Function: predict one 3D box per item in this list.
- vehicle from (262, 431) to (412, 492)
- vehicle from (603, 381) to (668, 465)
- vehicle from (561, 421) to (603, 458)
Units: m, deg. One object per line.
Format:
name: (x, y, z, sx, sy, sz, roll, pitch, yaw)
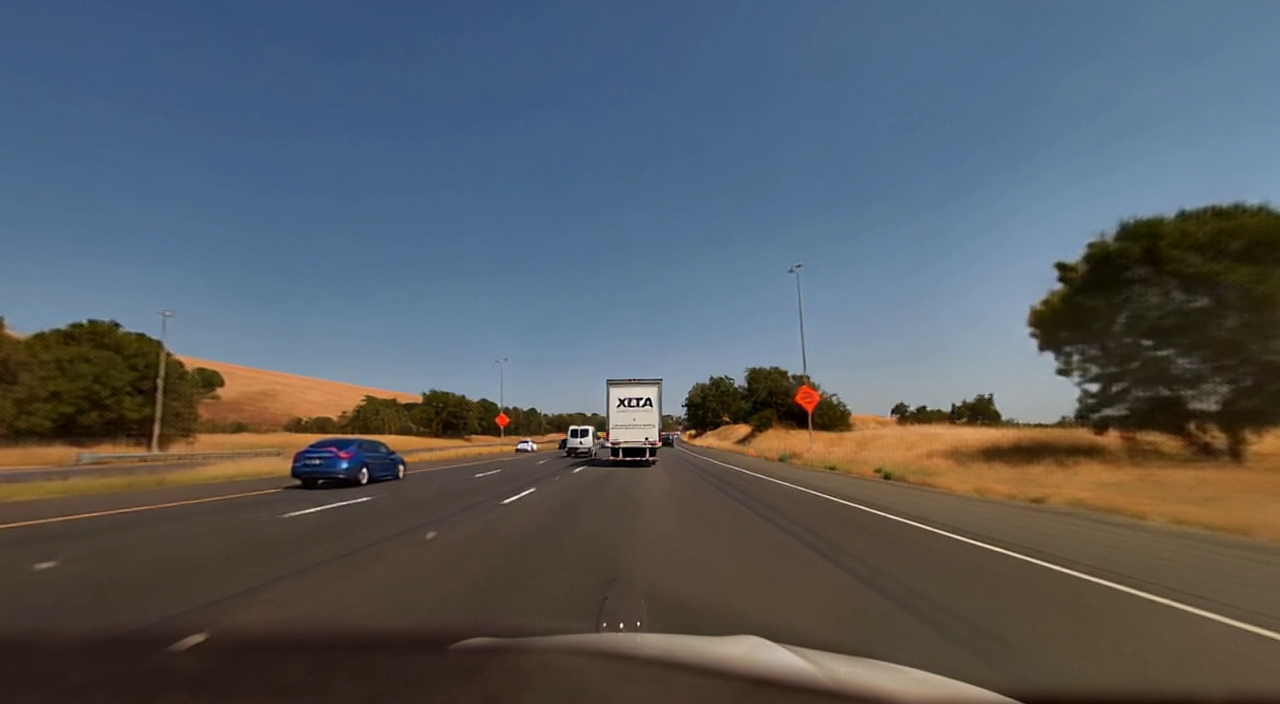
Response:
vehicle: (-8.489, 3.095, 18.214, 1.915, 1.506, 4.594, 0, -8, 2)
vehicle: (-0.228, 4.314, 35.641, 3.183, 4.011, 9.617, -1, -11, 0)
vehicle: (-4.323, 6.763, 48.303, 2.469, 2.615, 5.874, 0, -8, 2)
